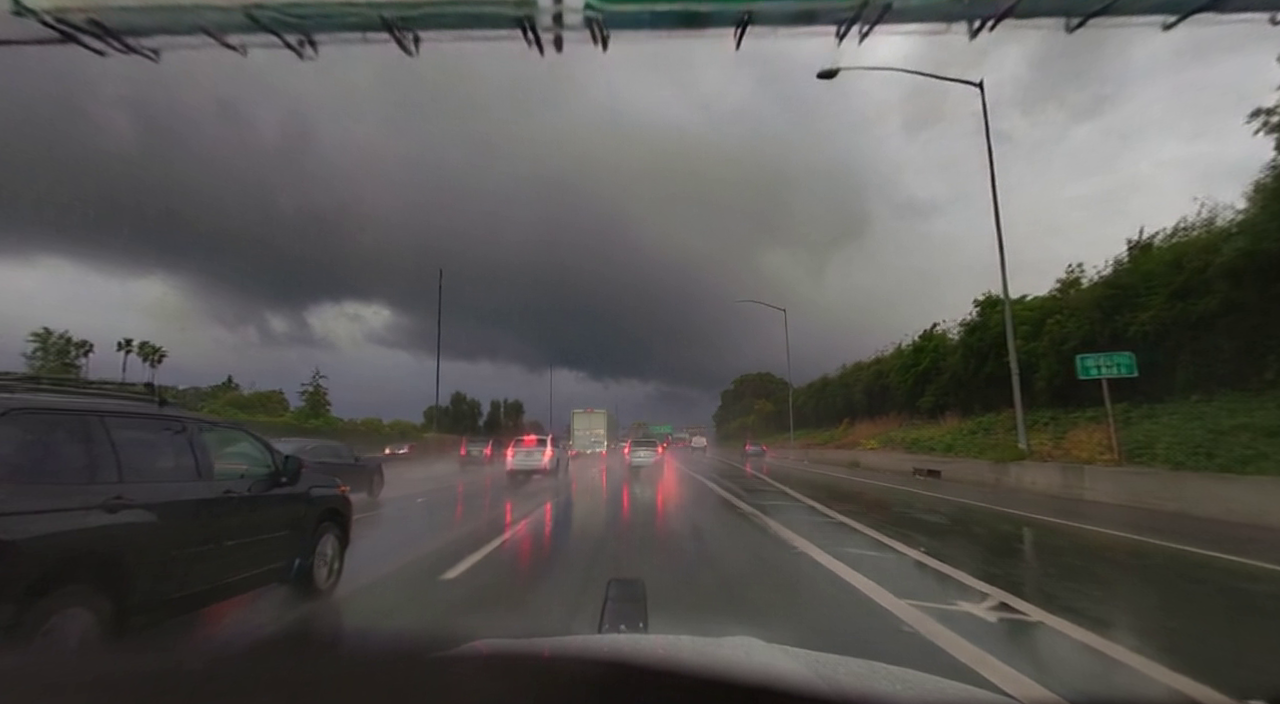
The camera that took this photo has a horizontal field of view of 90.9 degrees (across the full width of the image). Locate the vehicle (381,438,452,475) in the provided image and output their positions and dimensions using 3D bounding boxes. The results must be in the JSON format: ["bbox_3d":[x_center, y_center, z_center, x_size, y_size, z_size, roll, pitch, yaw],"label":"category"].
[{"bbox_3d":[-10.921,5.136,31.119,1.894,1.669,4.251,0,-8,0],"label":"vehicle"}]

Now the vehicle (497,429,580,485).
[{"bbox_3d":[-3.513,3.755,22.800,2.125,1.792,4.466,0,-8,2],"label":"vehicle"}]

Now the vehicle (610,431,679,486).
[{"bbox_3d":[0.147,3.649,21.956,2.180,1.716,3.920,0,-8,0],"label":"vehicle"}]

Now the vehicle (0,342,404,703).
[{"bbox_3d":[-3.483,1.079,4.061,2.209,1.711,4.296,0,-8,1],"label":"vehicle"}]

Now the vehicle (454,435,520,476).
[{"bbox_3d":[-7.025,4.809,29.485,1.998,1.770,4.222,0,-8,0],"label":"vehicle"}]
